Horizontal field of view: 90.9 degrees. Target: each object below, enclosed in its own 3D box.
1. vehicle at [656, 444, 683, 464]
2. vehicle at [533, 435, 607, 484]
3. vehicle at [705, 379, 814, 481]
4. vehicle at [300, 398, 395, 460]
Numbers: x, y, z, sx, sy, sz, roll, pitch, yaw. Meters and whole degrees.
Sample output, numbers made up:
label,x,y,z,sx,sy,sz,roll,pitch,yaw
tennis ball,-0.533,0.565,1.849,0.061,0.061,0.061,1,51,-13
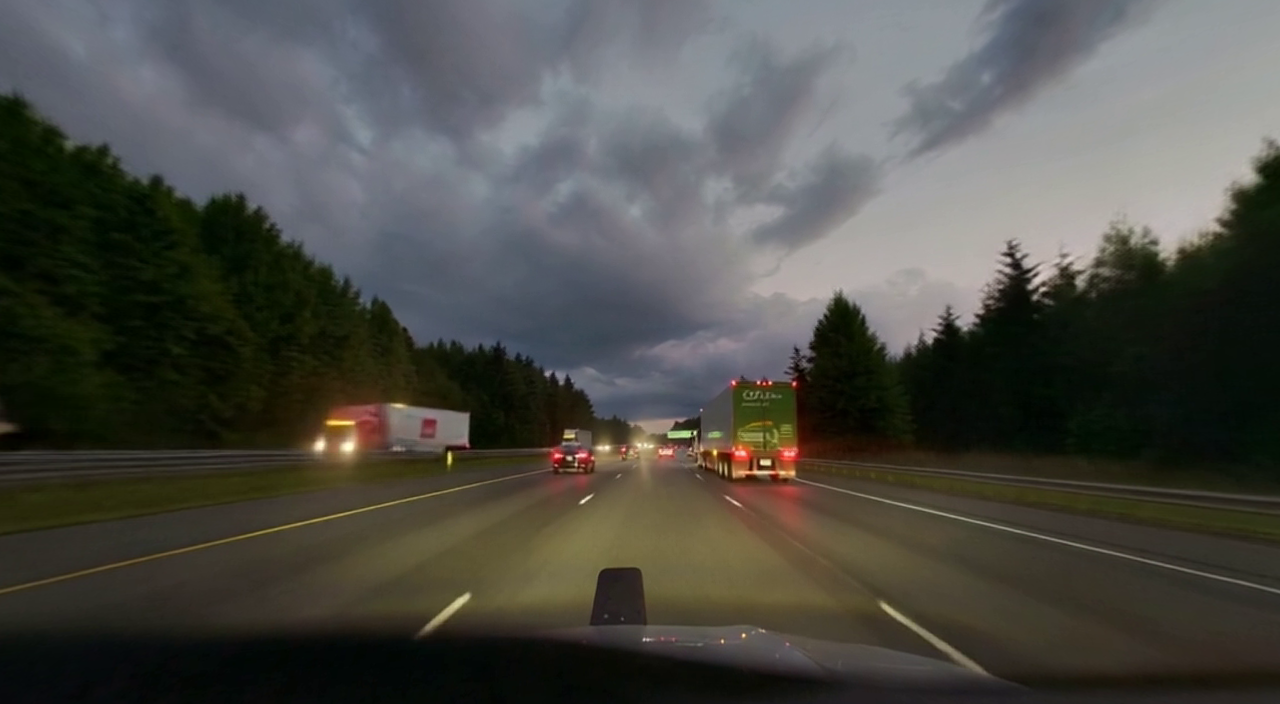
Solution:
label,x,y,z,sx,sy,sz,roll,pitch,yaw
vehicle,2.334,7.947,49.194,1.990,1.537,3.725,-1,-9,3
vehicle,-2.621,4.158,24.644,2.205,1.728,4.397,0,-9,2
vehicle,5.418,4.113,31.807,3.057,3.993,13.914,0,-9,1
vehicle,-19.501,5.276,42.455,3.086,3.842,5.980,-1,-9,4
